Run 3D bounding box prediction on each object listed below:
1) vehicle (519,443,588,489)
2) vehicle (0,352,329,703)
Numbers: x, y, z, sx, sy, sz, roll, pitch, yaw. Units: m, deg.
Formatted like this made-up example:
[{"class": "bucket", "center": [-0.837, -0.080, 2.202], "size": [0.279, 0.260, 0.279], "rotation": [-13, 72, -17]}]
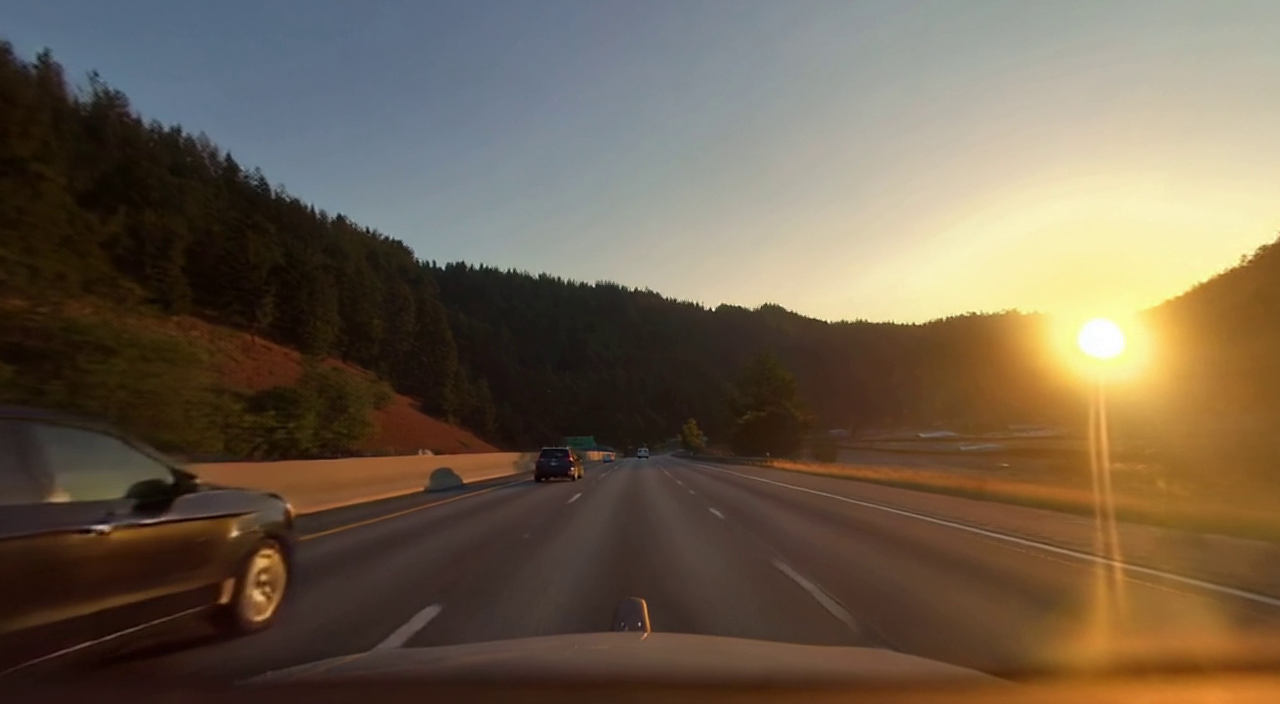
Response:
[{"class": "vehicle", "center": [-3.127, 4.215, 23.618], "size": [1.944, 1.548, 4.051], "rotation": [0, -9, 1]}, {"class": "vehicle", "center": [-3.624, 0.904, 2.749], "size": [2.147, 1.708, 4.630], "rotation": [0, -9, 0]}]
